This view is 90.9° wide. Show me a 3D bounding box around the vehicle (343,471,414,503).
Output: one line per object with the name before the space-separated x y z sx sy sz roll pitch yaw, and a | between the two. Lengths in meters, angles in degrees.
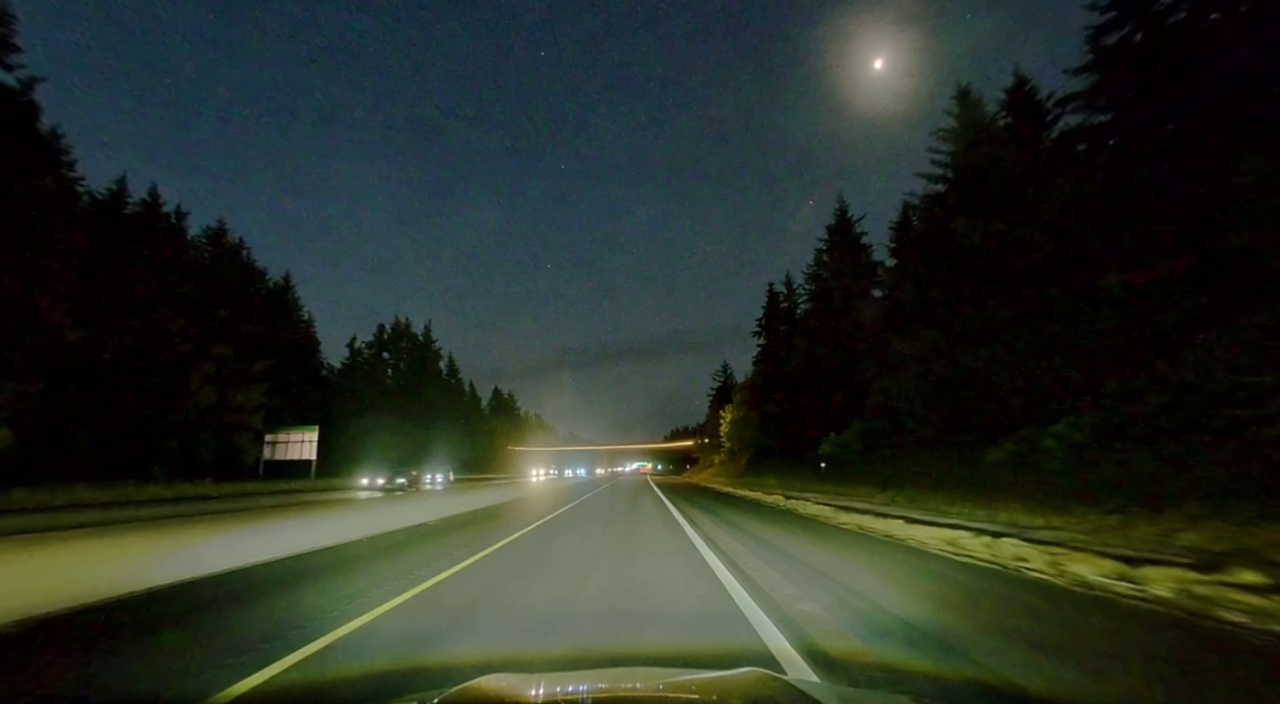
vehicle | -12.459 6.426 30.304 1.654 1.386 4.117 1 -10 -1
